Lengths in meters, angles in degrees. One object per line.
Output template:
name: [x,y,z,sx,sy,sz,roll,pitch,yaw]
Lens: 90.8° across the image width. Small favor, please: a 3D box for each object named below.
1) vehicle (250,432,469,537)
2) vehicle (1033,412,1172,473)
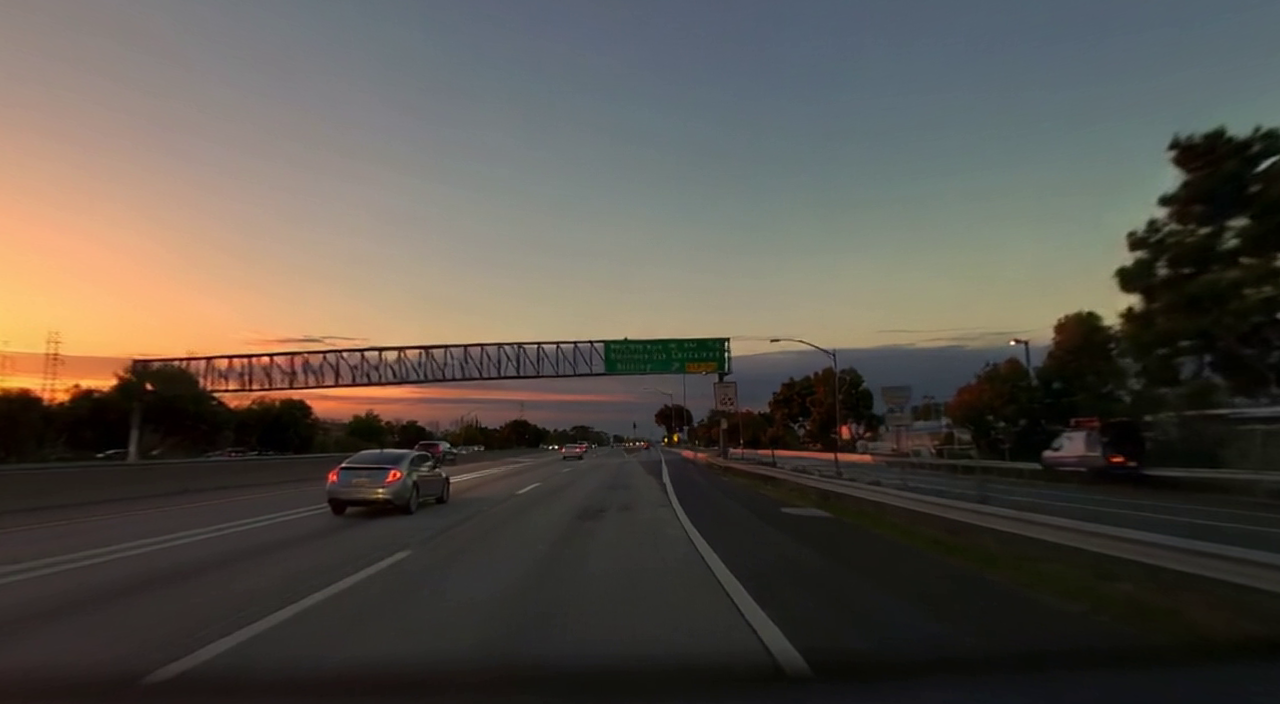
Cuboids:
vehicle: [-4.671,2.260,11.492,1.940,1.479,4.777,0,-9,-2]
vehicle: [29.380,5.836,40.626,2.871,3.501,6.846,0,-9,-9]
